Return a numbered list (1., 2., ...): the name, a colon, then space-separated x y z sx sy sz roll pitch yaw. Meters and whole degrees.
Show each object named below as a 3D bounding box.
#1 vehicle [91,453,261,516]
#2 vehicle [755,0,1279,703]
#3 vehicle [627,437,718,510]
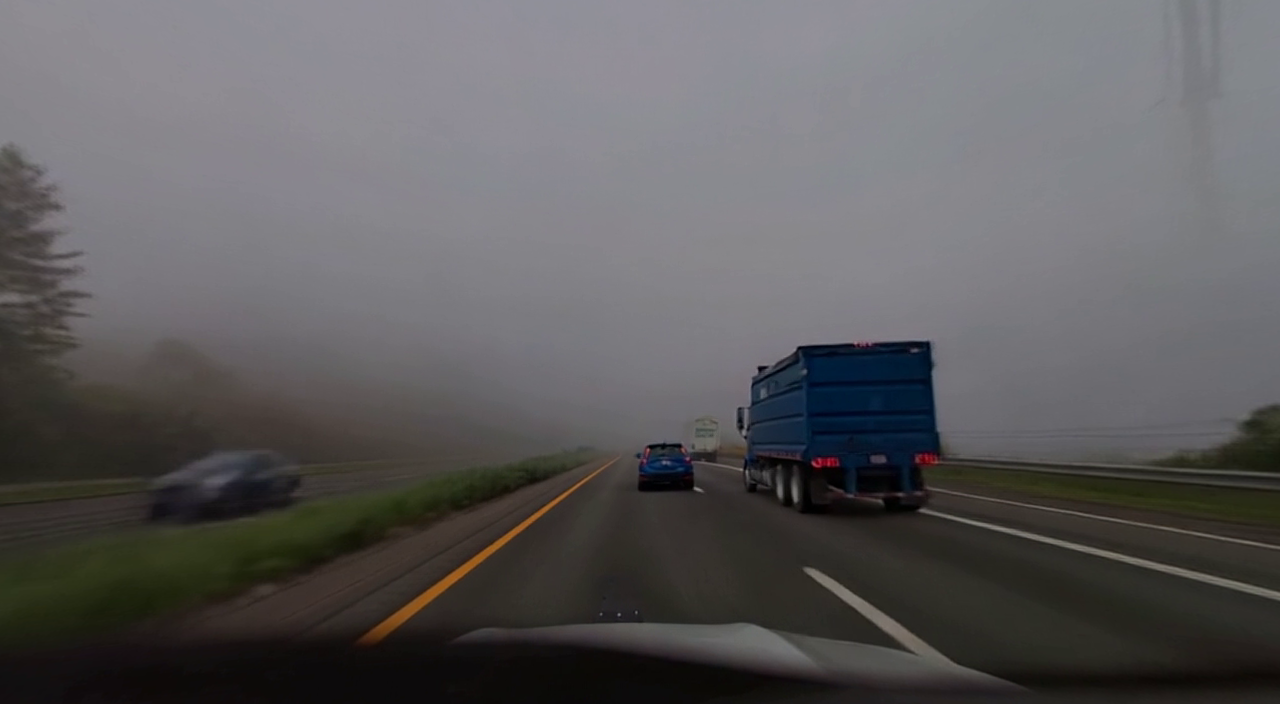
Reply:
1. vehicle: -12.756 3.621 17.647 1.884 1.480 3.831 0 -8 -1
2. vehicle: 4.706 0.588 8.604 3.129 4.126 14.913 0 -8 -1
3. vehicle: 0.734 3.046 16.421 2.038 1.624 4.312 0 -8 0
